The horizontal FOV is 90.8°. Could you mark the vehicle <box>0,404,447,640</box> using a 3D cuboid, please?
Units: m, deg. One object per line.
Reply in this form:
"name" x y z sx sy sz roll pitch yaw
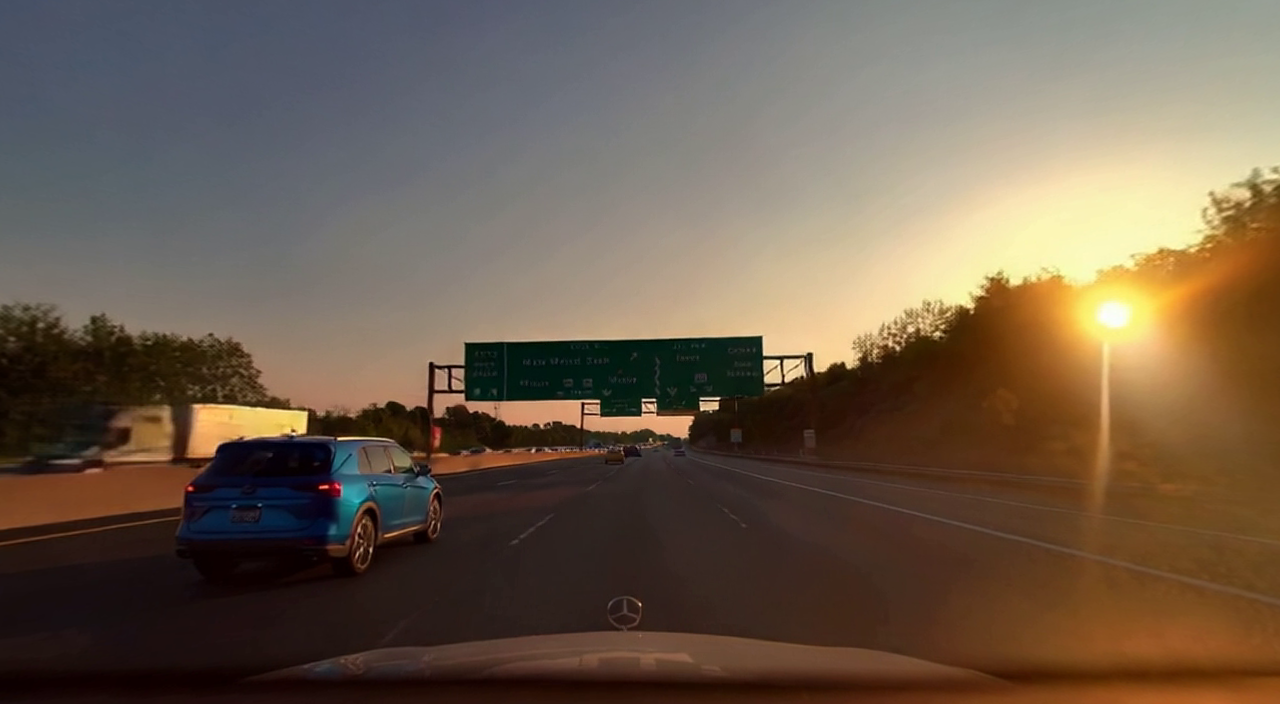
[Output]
"vehicle" -3.690 1.478 6.513 2.016 1.623 4.126 0 -8 1
